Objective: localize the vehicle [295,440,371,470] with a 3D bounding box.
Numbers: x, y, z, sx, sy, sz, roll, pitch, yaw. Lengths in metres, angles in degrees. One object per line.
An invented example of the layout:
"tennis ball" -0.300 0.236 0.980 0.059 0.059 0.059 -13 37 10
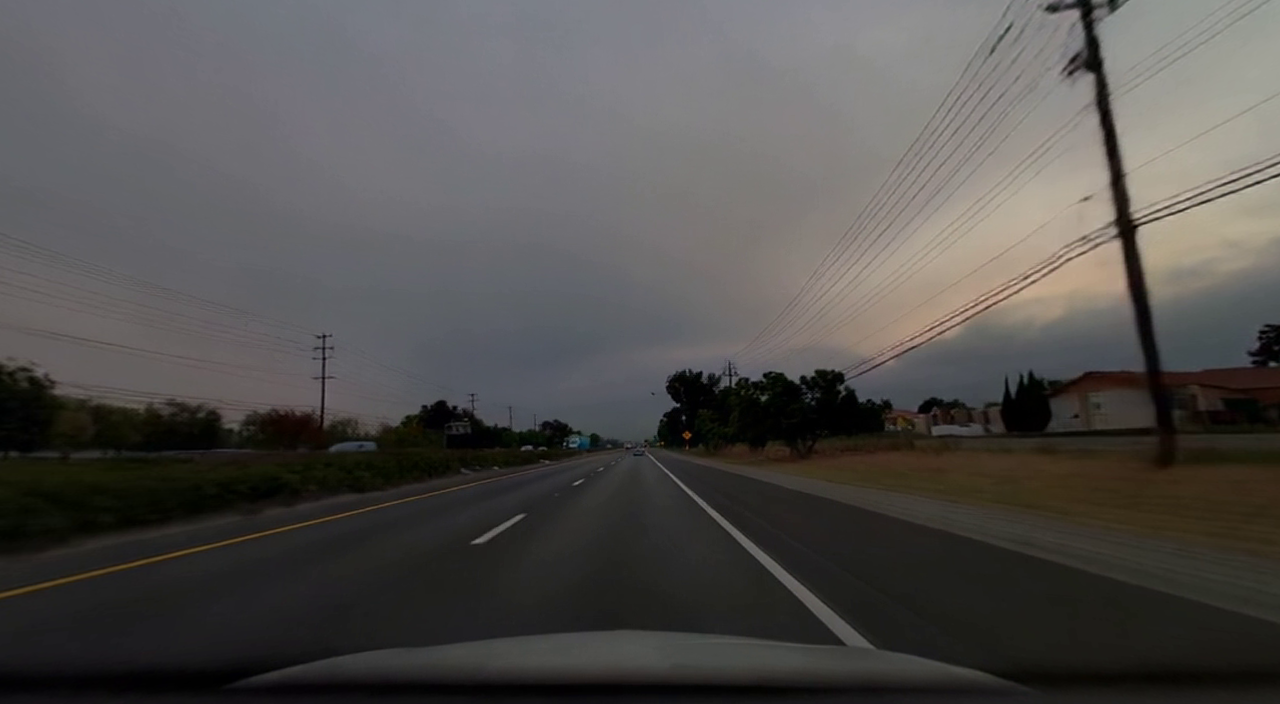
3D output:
"vehicle" -21.263 7.181 43.996 2.260 1.934 5.875 0 -9 1
